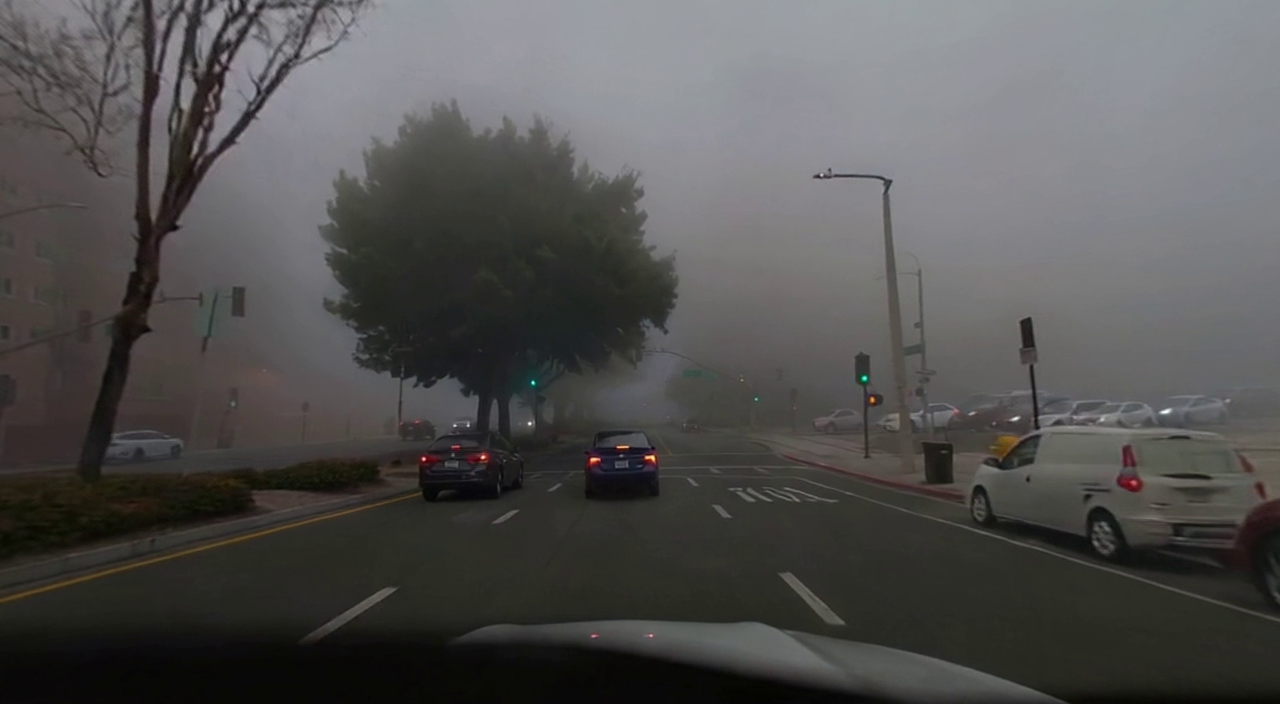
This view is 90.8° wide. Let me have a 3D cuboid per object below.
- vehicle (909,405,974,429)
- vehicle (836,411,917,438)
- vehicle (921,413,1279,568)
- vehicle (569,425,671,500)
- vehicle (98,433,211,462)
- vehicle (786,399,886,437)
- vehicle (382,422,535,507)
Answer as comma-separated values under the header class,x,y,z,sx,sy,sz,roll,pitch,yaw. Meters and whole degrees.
class,x,y,z,sx,sy,sz,roll,pitch,yaw
vehicle,21.442,4.652,44.817,5.017,1.542,2.055,6,-11,-38
vehicle,15.259,4.698,40.781,4.775,1.604,1.915,3,-9,-20
vehicle,6.237,1.882,9.381,1.904,1.705,4.510,0,-8,-2
vehicle,-0.422,2.563,14.958,2.082,1.520,3.896,0,-8,0
vehicle,-25.533,5.033,33.319,4.453,1.471,1.921,-1,-8,4
vehicle,13.853,4.714,44.661,6.541,2.480,2.259,3,-9,-19
vehicle,-3.692,2.390,13.811,1.934,1.522,4.464,0,-8,1
